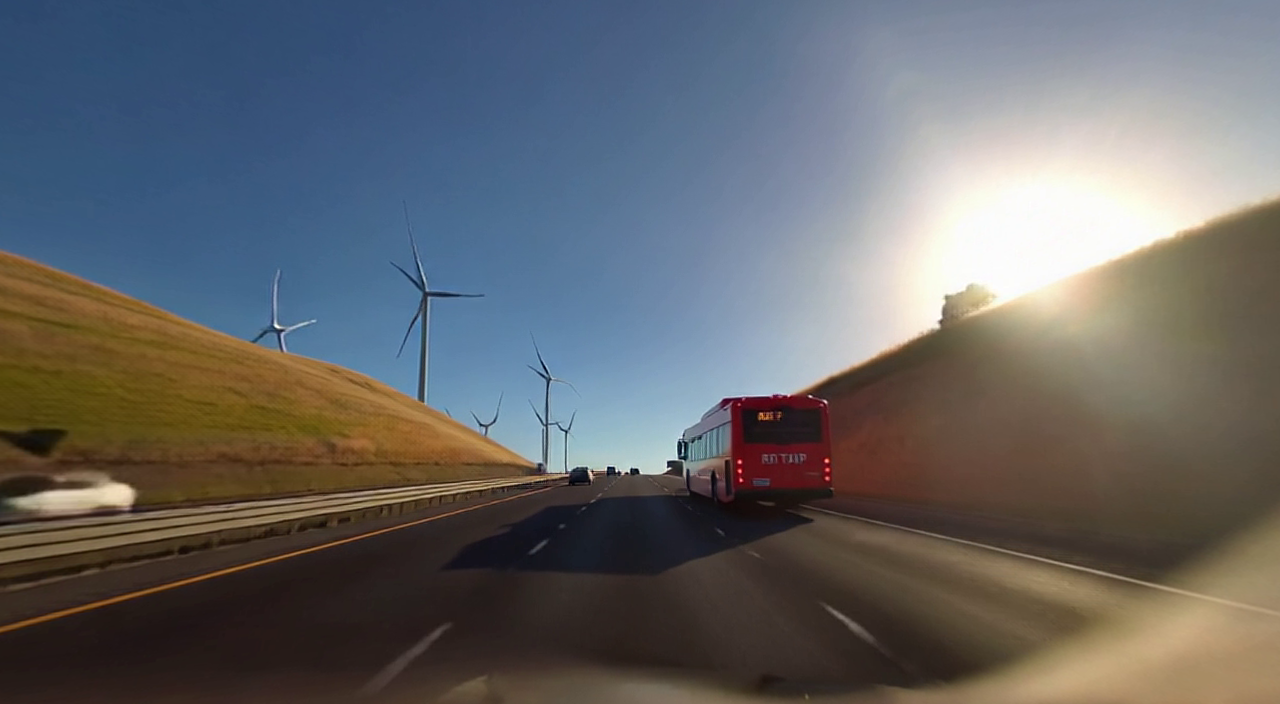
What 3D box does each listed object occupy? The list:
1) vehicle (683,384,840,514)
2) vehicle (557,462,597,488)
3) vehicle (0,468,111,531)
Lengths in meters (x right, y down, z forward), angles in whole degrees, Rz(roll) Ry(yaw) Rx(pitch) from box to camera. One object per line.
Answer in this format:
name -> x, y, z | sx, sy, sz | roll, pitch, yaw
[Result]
vehicle -> 3.878, 4.020, 24.886 | 2.941, 3.574, 14.463 | 1, -10, -2
vehicle -> -4.039, 8.001, 41.130 | 2.213, 1.568, 4.274 | 1, -10, -1
vehicle -> -15.050, 3.506, 15.254 | 1.609, 1.355, 3.242 | 1, -10, -1
